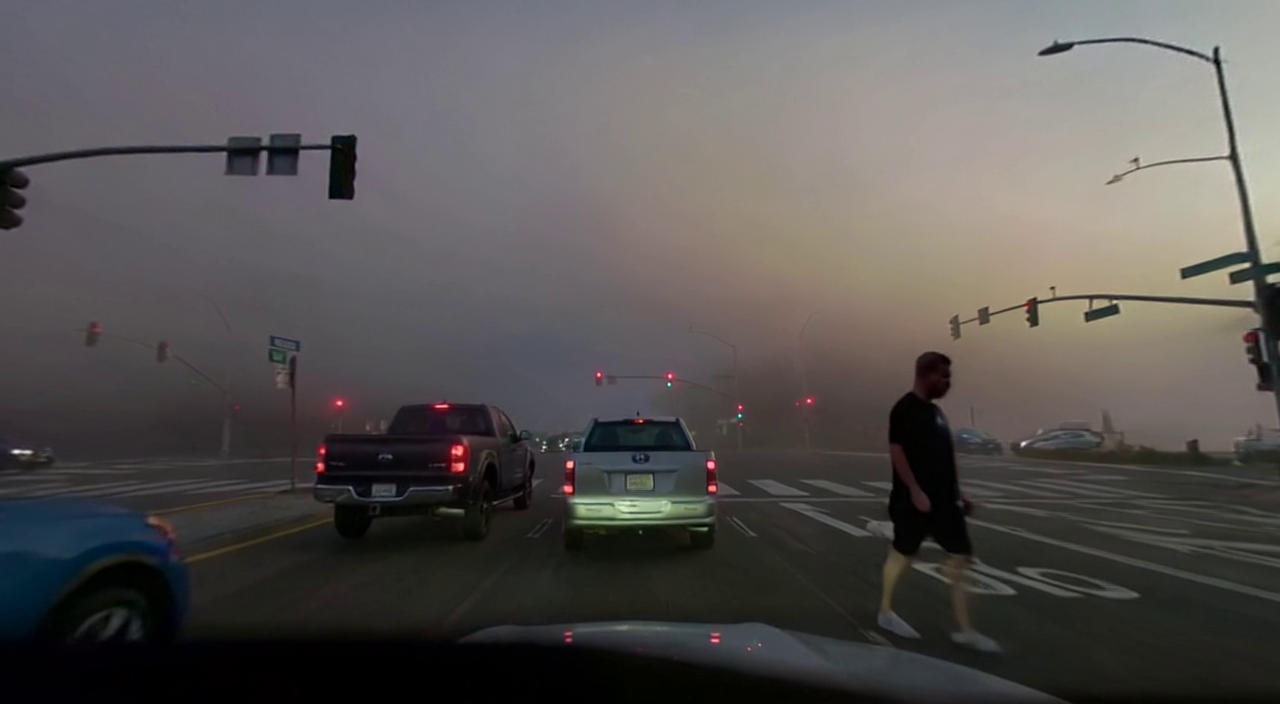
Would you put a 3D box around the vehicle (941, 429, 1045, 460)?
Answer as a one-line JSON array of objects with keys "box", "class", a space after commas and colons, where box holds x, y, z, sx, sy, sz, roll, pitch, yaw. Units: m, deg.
[{"box": [19.448, 5.112, 34.716, 4.624, 1.601, 1.871, 1, -8, -3], "class": "vehicle"}]

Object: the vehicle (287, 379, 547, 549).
[{"box": [-2.897, 1.627, 9.632, 2.220, 1.926, 4.870, 0, -8, -1], "class": "vehicle"}]

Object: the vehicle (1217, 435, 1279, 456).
[{"box": [44.935, 6.770, 45.534, 4.396, 1.479, 1.778, 1, -8, -2], "class": "vehicle"}]

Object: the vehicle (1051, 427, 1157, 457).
[{"box": [28.088, 5.477, 38.133, 4.849, 1.759, 2.041, 1, -8, -3], "class": "vehicle"}]

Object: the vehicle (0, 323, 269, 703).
[{"box": [-3.339, 0.654, 1.593, 2.006, 1.707, 4.448, 0, -8, 1], "class": "vehicle"}]

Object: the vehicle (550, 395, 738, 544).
[{"box": [-0.005, 1.722, 9.784, 2.204, 1.738, 4.690, 0, -8, -1], "class": "vehicle"}]
